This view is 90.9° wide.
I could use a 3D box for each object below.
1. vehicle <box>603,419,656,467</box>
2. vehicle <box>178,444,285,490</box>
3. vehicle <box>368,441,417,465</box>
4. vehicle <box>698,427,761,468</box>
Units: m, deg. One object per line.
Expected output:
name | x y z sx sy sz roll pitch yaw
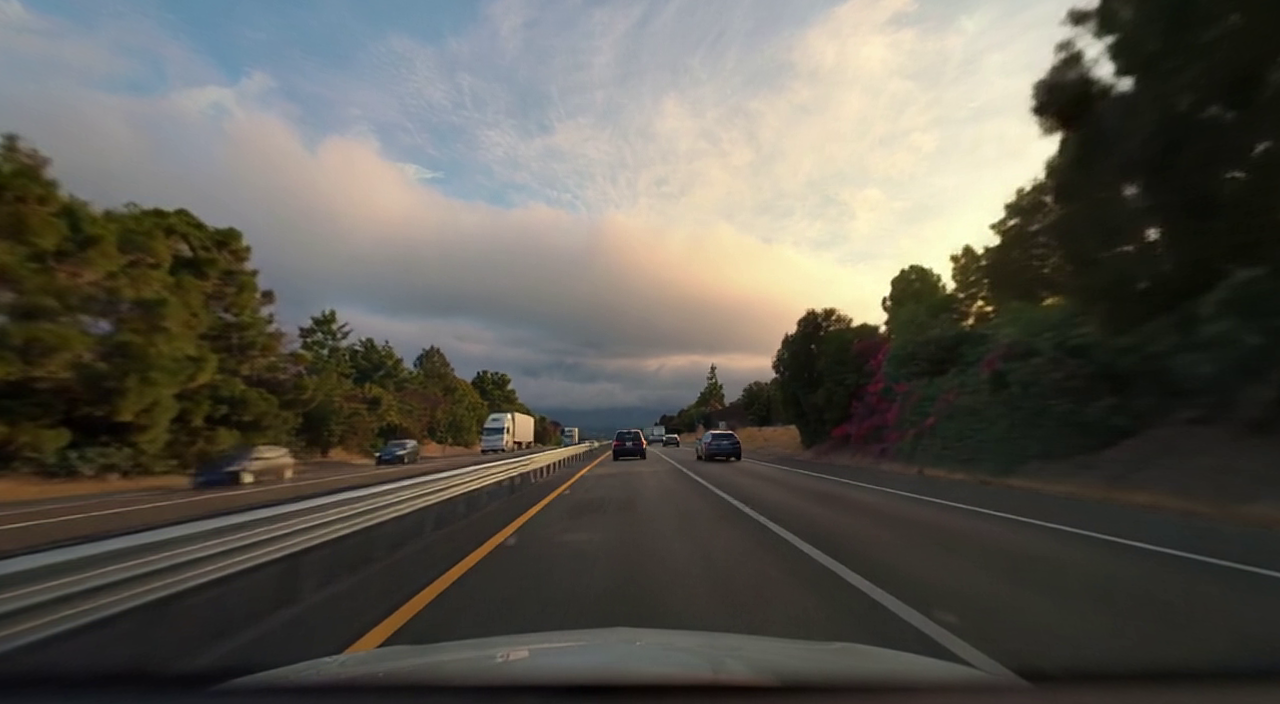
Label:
vehicle | -0.515 4.216 29.359 2.270 2.044 4.633 0 -8 -1
vehicle | -15.178 4.244 23.641 1.764 1.465 3.584 -1 -8 -3
vehicle | -17.120 7.013 43.780 1.859 1.540 4.165 0 -8 -2
vehicle | 3.727 4.040 26.875 1.981 1.606 3.956 0 -8 -2
